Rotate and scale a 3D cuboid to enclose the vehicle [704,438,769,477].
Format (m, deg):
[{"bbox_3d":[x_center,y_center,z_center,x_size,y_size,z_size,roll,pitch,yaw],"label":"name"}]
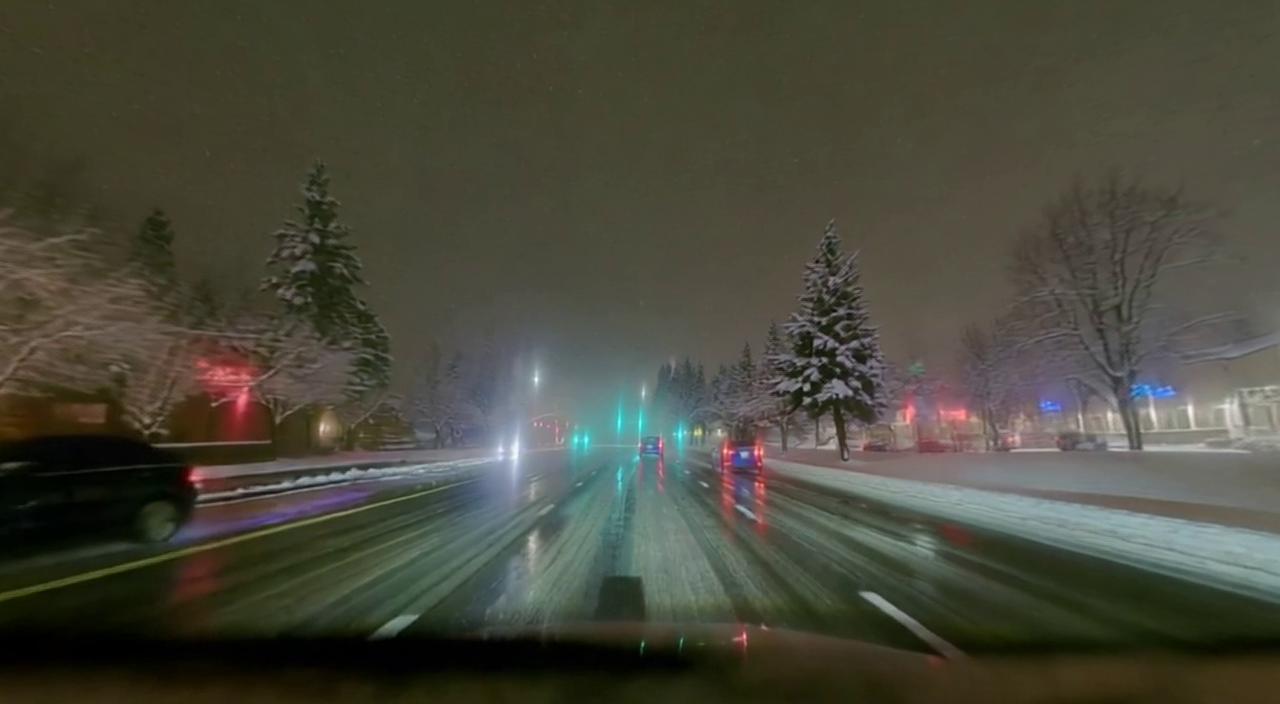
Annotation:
[{"bbox_3d":[3.957,4.422,26.634,1.977,1.474,4.399,0,-8,-1],"label":"vehicle"}]

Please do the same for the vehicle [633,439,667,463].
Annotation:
[{"bbox_3d":[0.734,6.565,41.989,2.001,1.504,4.212,-1,-8,5],"label":"vehicle"}]

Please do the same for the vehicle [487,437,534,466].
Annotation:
[{"bbox_3d":[-7.518,5.714,36.272,2.127,1.562,4.402,2,-9,-17],"label":"vehicle"}]

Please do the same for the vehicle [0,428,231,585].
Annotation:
[{"bbox_3d":[-6.971,1.637,7.192,1.993,1.444,3.965,0,-8,-1],"label":"vehicle"}]

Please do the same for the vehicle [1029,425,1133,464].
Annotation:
[{"bbox_3d":[25.925,5.500,37.354,2.244,2.120,5.471,0,-8,2],"label":"vehicle"}]
